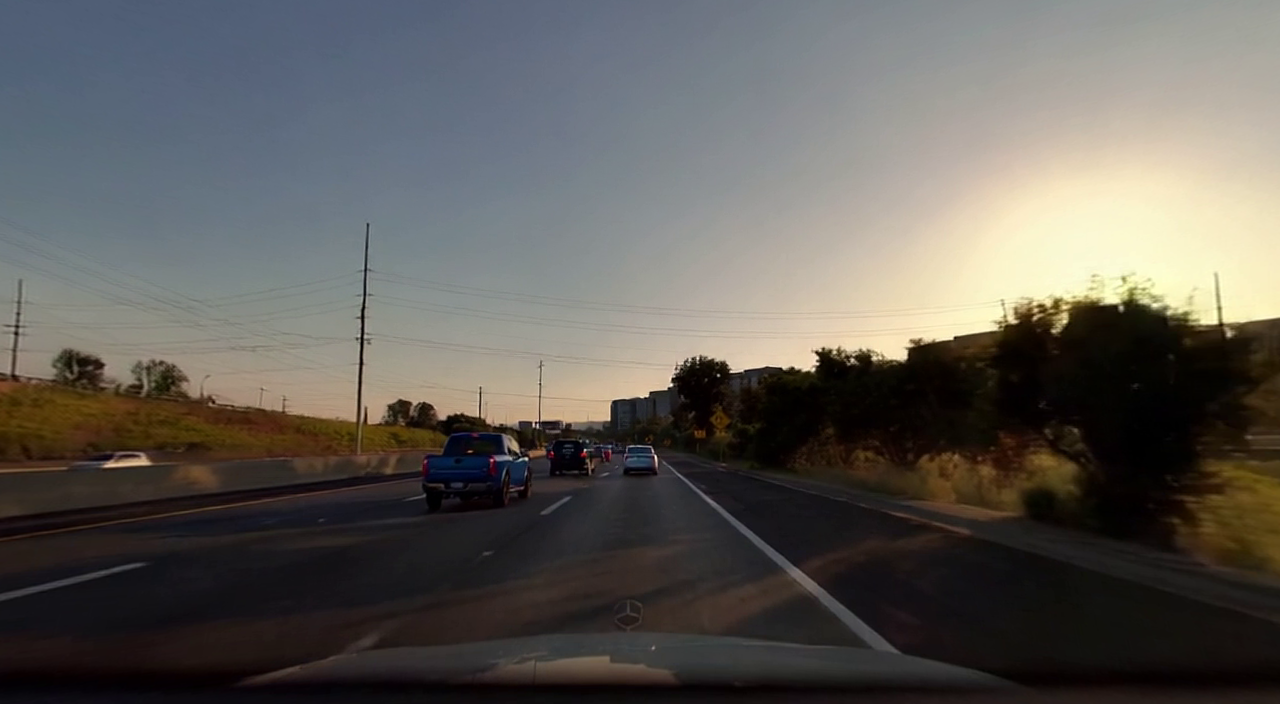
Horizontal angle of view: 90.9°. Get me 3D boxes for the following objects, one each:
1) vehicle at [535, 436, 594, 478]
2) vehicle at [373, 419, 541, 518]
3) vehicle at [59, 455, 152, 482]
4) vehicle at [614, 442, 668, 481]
[{"bbox_3d":[-3.451,4.917,29.730,2.133,1.789,4.518,-1,-8,1],"label":"vehicle"},{"bbox_3d":[-3.916,2.621,14.755,2.198,1.848,5.346,-1,-8,1],"label":"vehicle"},{"bbox_3d":[-35.234,7.663,41.751,1.947,1.634,4.710,0,-8,0],"label":"vehicle"},{"bbox_3d":[0.000,4.474,26.026,2.047,1.473,3.978,0,-8,-1],"label":"vehicle"}]
